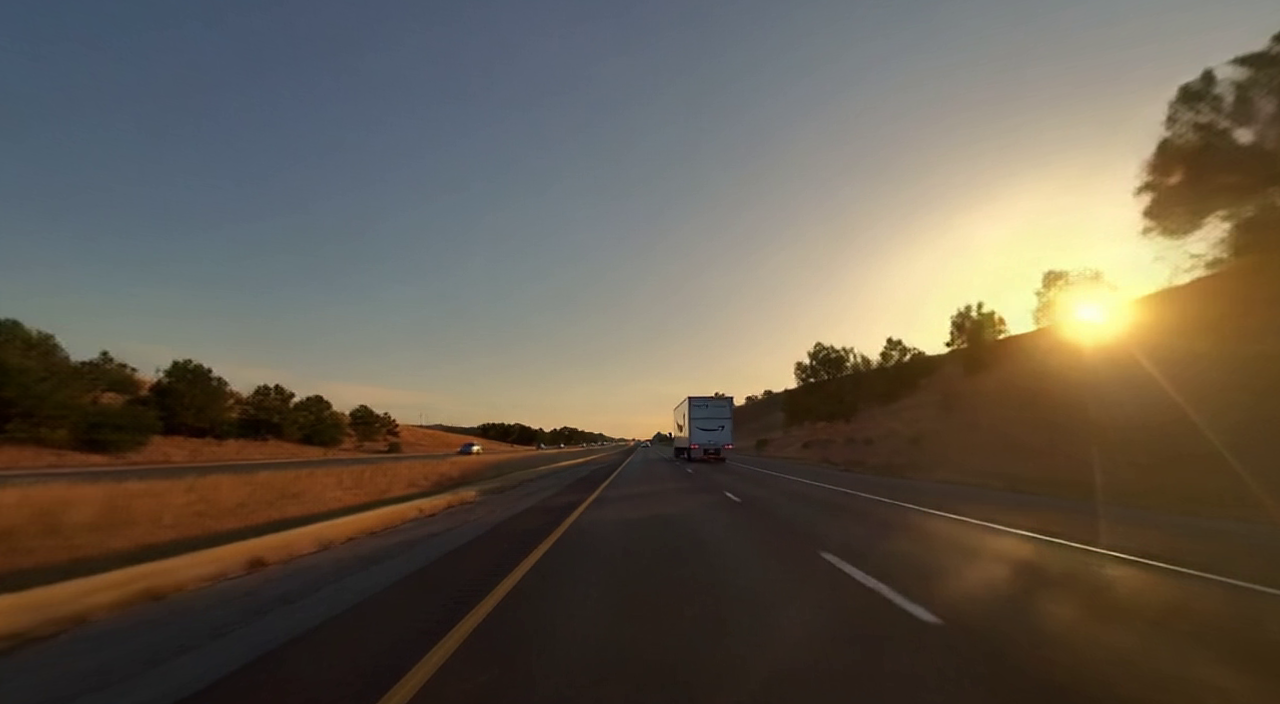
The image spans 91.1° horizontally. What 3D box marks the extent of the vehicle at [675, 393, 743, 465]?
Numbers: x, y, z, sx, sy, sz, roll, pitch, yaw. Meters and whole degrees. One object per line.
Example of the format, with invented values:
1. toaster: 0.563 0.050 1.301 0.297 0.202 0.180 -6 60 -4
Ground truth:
1. vehicle: 4.672 5.899 46.511 3.190 4.365 16.625 0 -8 0
